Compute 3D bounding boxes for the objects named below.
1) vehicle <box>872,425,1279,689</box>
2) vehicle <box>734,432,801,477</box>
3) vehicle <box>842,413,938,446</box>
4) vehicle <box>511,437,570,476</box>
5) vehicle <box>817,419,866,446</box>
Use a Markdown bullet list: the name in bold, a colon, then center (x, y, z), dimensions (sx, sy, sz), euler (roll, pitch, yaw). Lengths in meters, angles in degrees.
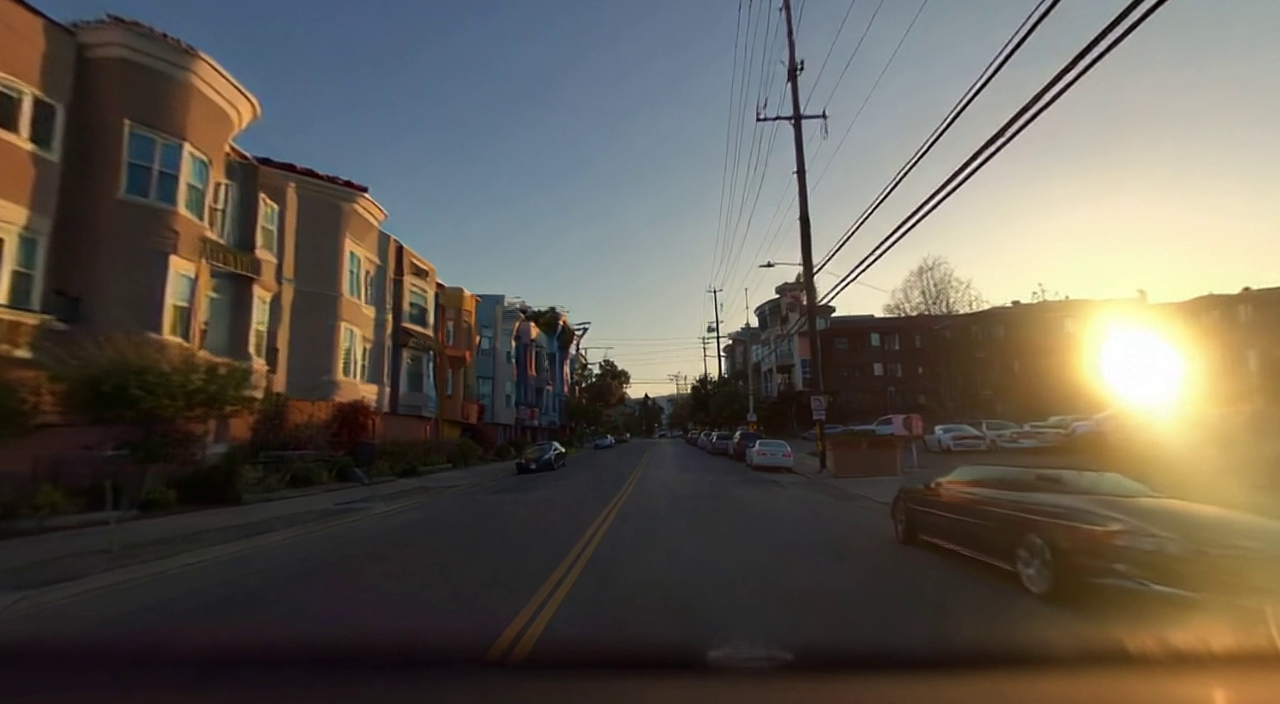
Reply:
- **vehicle**: center (3.970, 1.471, 5.894), dimensions (1.928, 1.440, 4.738), euler (0, -8, 2)
- **vehicle**: center (4.908, 3.998, 24.849), dimensions (1.914, 1.591, 3.892), euler (0, -8, 1)
- **vehicle**: center (15.000, 4.762, 38.318), dimensions (2.152, 1.875, 5.778), euler (3, -8, -18)
- **vehicle**: center (-4.570, 4.868, 29.570), dimensions (1.913, 1.672, 4.267), euler (-1, -8, 3)
- **vehicle**: center (14.126, 5.711, 44.420), dimensions (2.000, 1.792, 4.666), euler (0, -8, 1)
